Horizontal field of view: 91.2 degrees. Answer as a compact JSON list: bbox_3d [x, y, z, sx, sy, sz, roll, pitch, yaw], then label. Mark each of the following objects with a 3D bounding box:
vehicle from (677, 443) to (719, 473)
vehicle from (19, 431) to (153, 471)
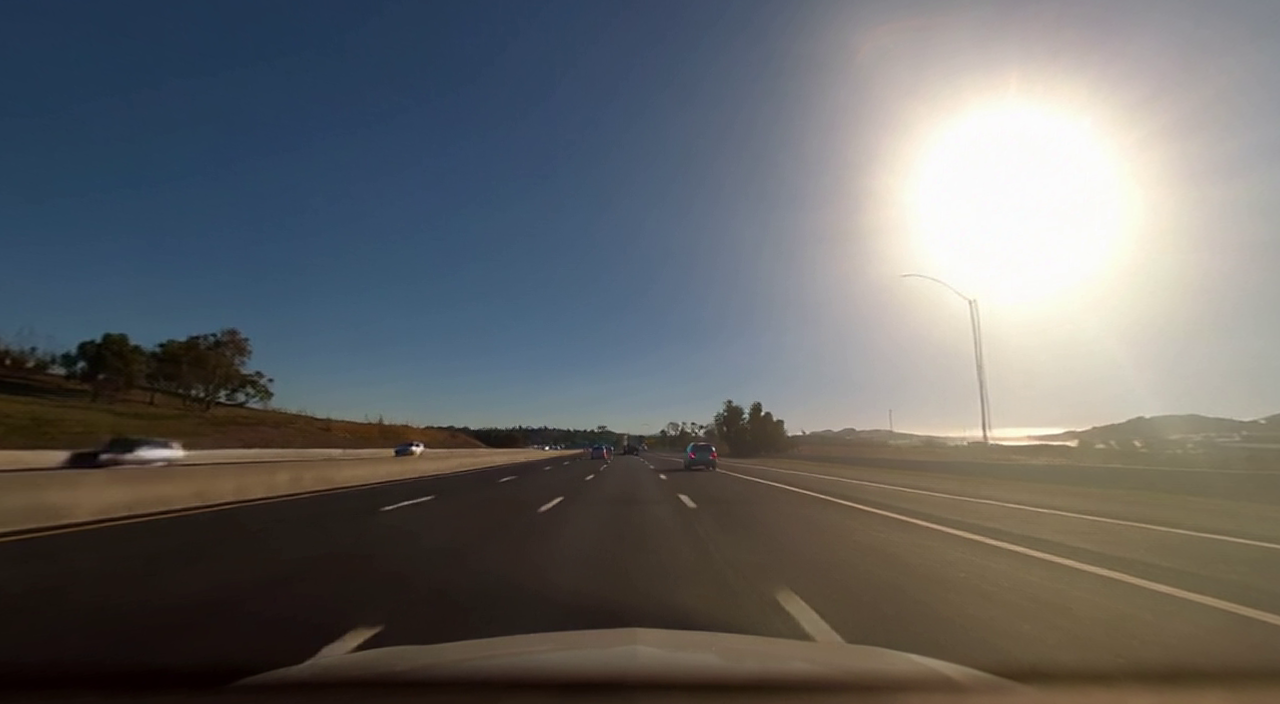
[{"bbox_3d":[3.152,5.849,34.742,1.895,1.555,4.030,0,-9,0],"label":"vehicle"},{"bbox_3d":[-23.629,4.261,26.979,1.766,1.537,4.352,-1,-9,0],"label":"vehicle"}]
